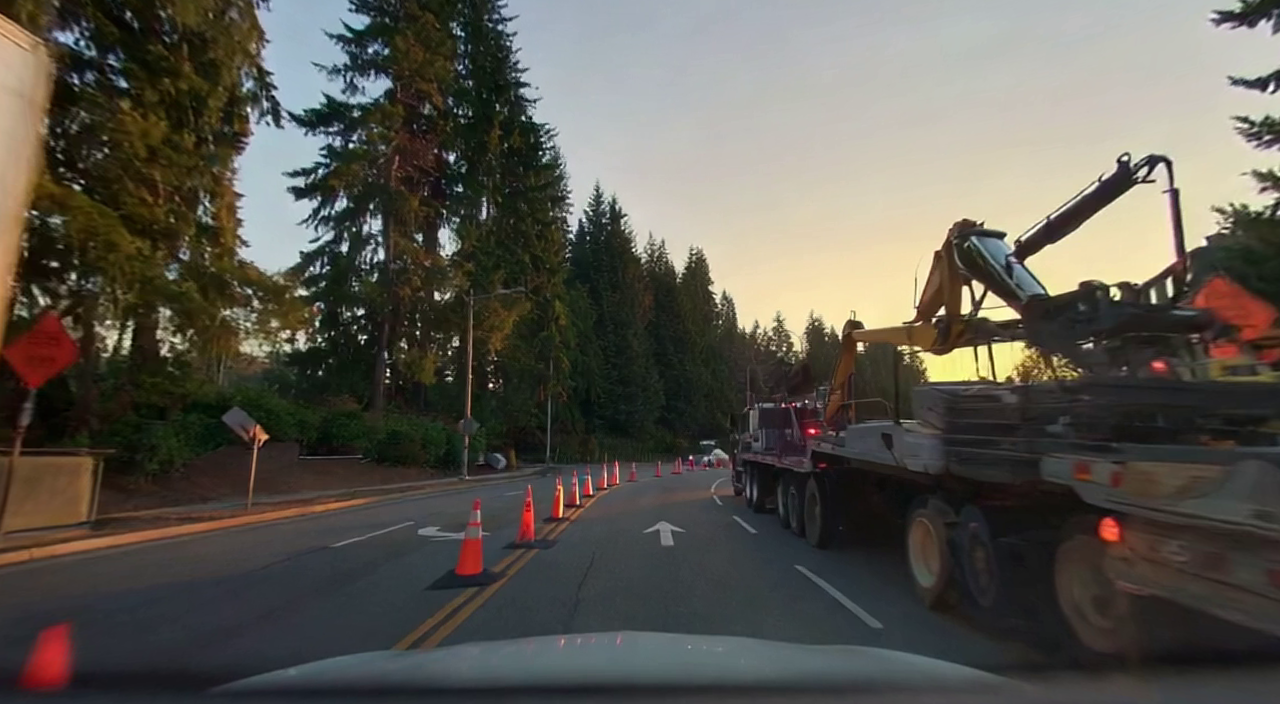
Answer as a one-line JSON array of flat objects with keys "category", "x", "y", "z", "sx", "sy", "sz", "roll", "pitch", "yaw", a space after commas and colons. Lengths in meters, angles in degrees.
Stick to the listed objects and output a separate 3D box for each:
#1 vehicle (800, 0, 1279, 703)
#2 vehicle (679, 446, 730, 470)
[{"category": "vehicle", "x": 3.436, "y": 0.238, "z": 3.305, "sx": 3.083, "sy": 3.321, "sz": 8.020, "roll": 0, "pitch": -9, "yaw": 0}, {"category": "vehicle", "x": 4.524, "y": 7.320, "z": 43.783, "sx": 1.945, "sy": 1.494, "sz": 4.201, "roll": -4, "pitch": -10, "yaw": 29}]
